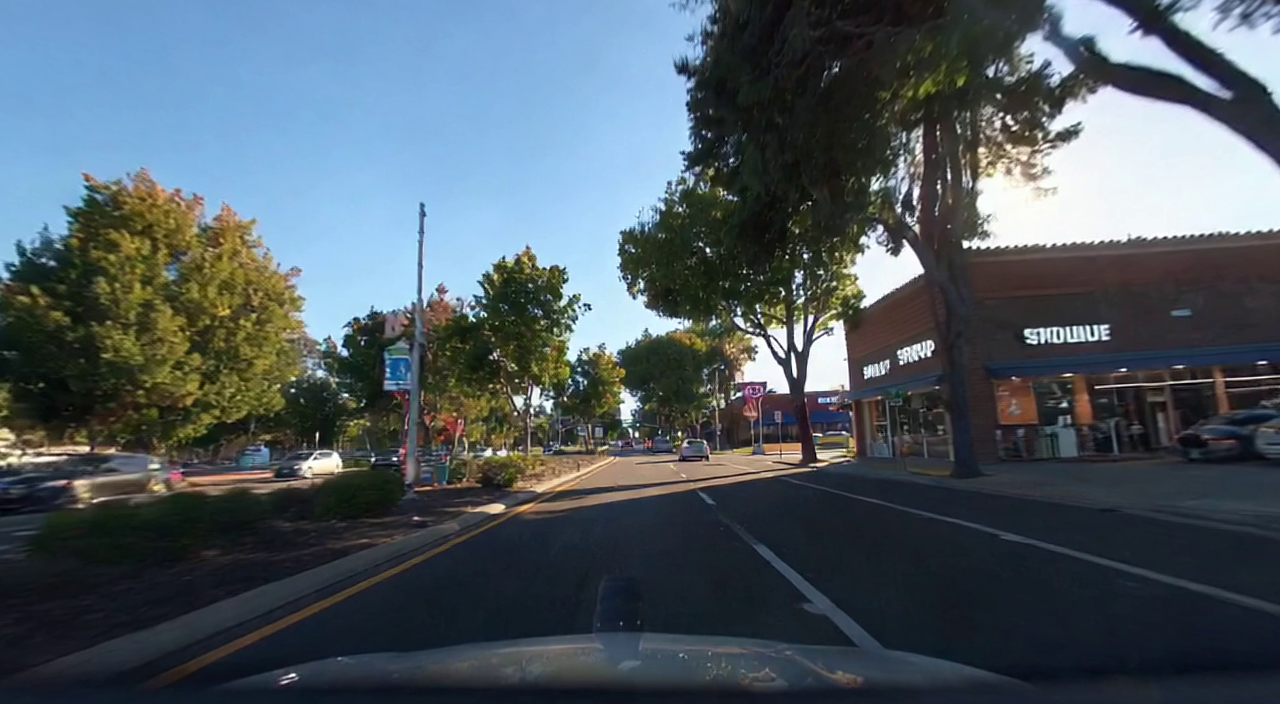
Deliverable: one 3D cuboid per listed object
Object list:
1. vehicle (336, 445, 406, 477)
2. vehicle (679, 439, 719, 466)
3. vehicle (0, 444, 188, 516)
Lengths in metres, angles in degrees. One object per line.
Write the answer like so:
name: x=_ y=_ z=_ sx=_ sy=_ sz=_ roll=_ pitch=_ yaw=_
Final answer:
vehicle: x=-14.353 y=5.795 z=34.009 sx=1.962 sy=1.574 sz=4.612 roll=0 pitch=-8 yaw=-3
vehicle: x=3.567 y=6.162 z=38.966 sx=1.961 sy=1.580 sz=4.020 roll=0 pitch=-8 yaw=-2
vehicle: x=-14.066 y=3.143 z=16.134 sx=1.876 sy=1.573 sz=4.392 roll=0 pitch=-8 yaw=-2
